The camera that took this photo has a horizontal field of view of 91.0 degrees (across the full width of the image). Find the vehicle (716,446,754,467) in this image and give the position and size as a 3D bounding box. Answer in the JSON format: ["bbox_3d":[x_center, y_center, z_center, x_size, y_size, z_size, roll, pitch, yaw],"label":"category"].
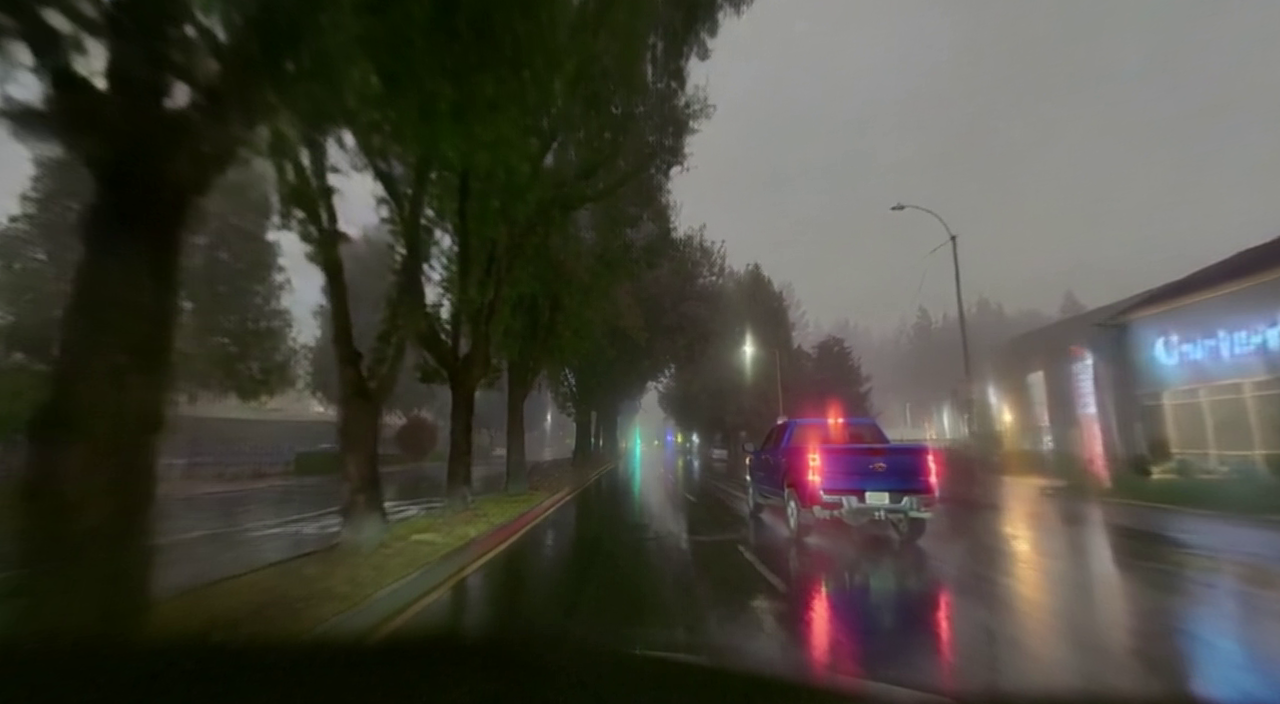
[{"bbox_3d":[7.205,7.984,48.321,2.108,1.503,5.000,0,-8,0],"label":"vehicle"}]

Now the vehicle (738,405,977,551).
[{"bbox_3d":[3.166,1.992,10.689,2.085,1.828,5.383,0,-8,0],"label":"vehicle"}]

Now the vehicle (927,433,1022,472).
[{"bbox_3d":[15.892,4.817,30.252,1.952,1.691,4.743,0,-8,0],"label":"vehicle"}]
